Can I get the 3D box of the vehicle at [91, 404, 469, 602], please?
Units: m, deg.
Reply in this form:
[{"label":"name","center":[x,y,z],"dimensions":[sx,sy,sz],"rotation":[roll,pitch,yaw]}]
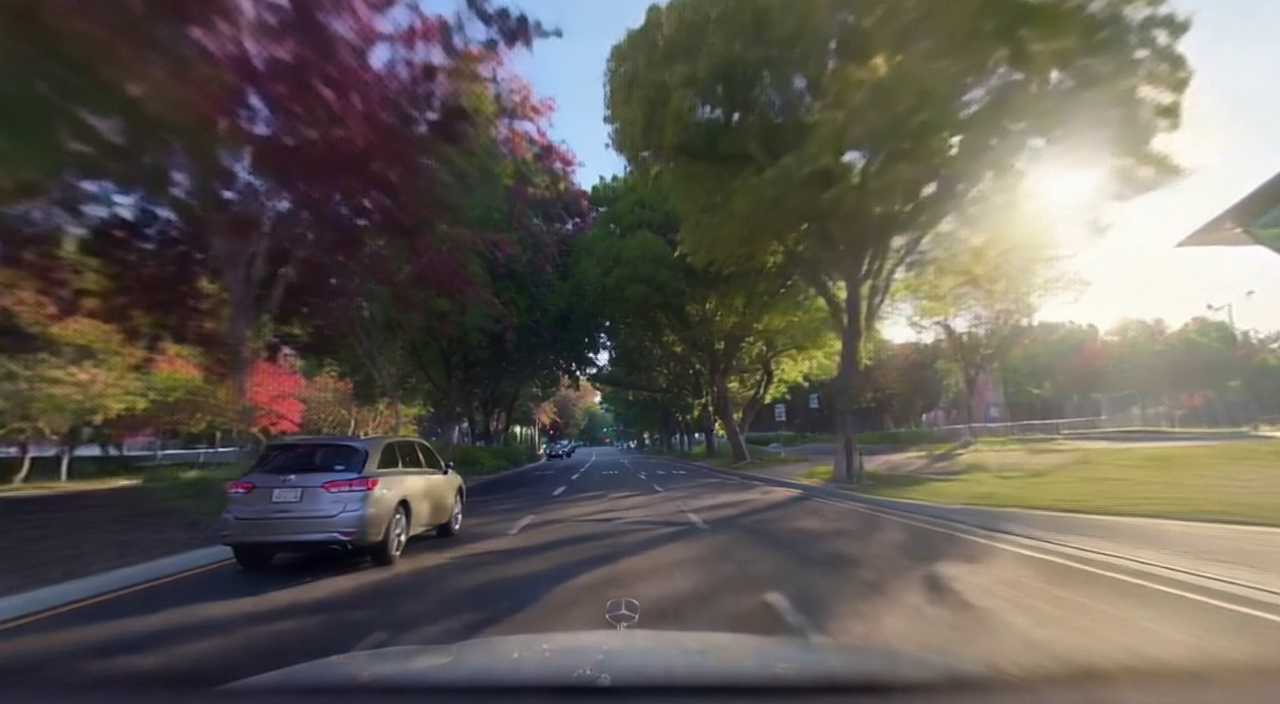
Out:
[{"label":"vehicle","center":[-3.743,1.645,7.831],"dimensions":[2.067,1.700,4.561],"rotation":[0,-8,-2]}]
